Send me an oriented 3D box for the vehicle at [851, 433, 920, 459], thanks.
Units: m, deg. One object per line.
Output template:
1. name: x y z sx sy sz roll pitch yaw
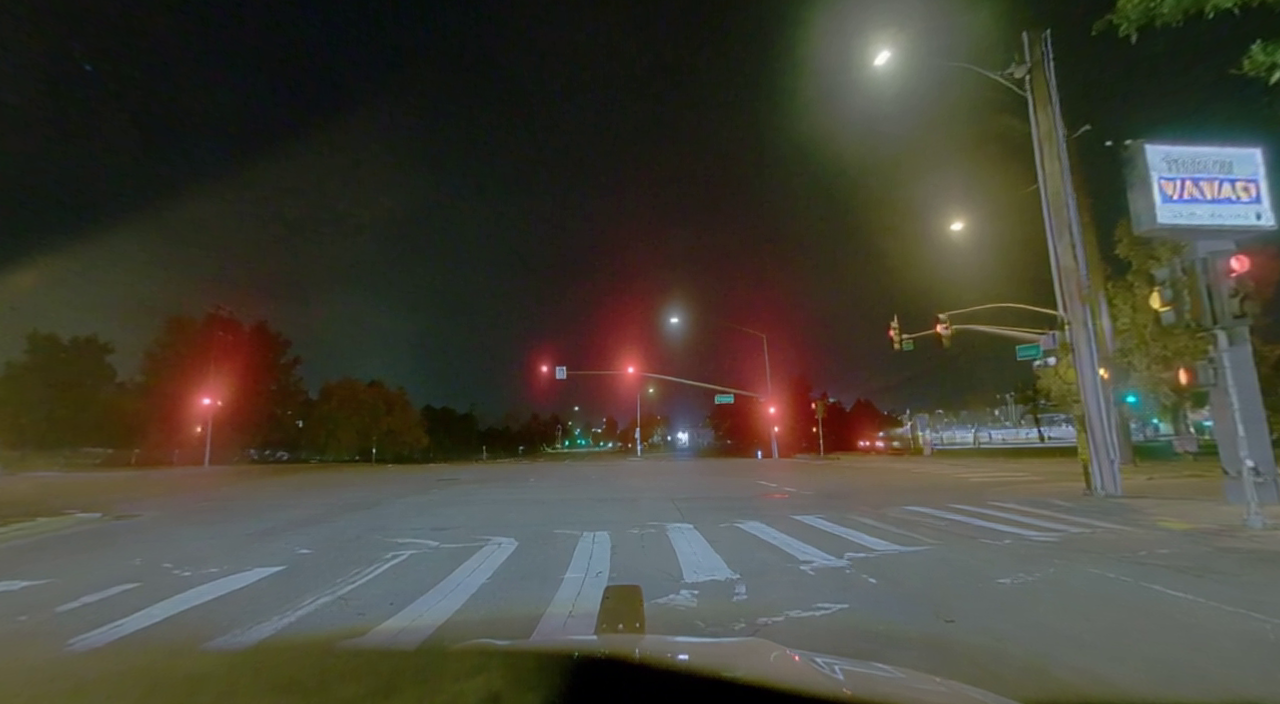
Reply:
1. vehicle: 17.612 6.735 45.267 4.600 1.783 1.970 4 -10 -26
